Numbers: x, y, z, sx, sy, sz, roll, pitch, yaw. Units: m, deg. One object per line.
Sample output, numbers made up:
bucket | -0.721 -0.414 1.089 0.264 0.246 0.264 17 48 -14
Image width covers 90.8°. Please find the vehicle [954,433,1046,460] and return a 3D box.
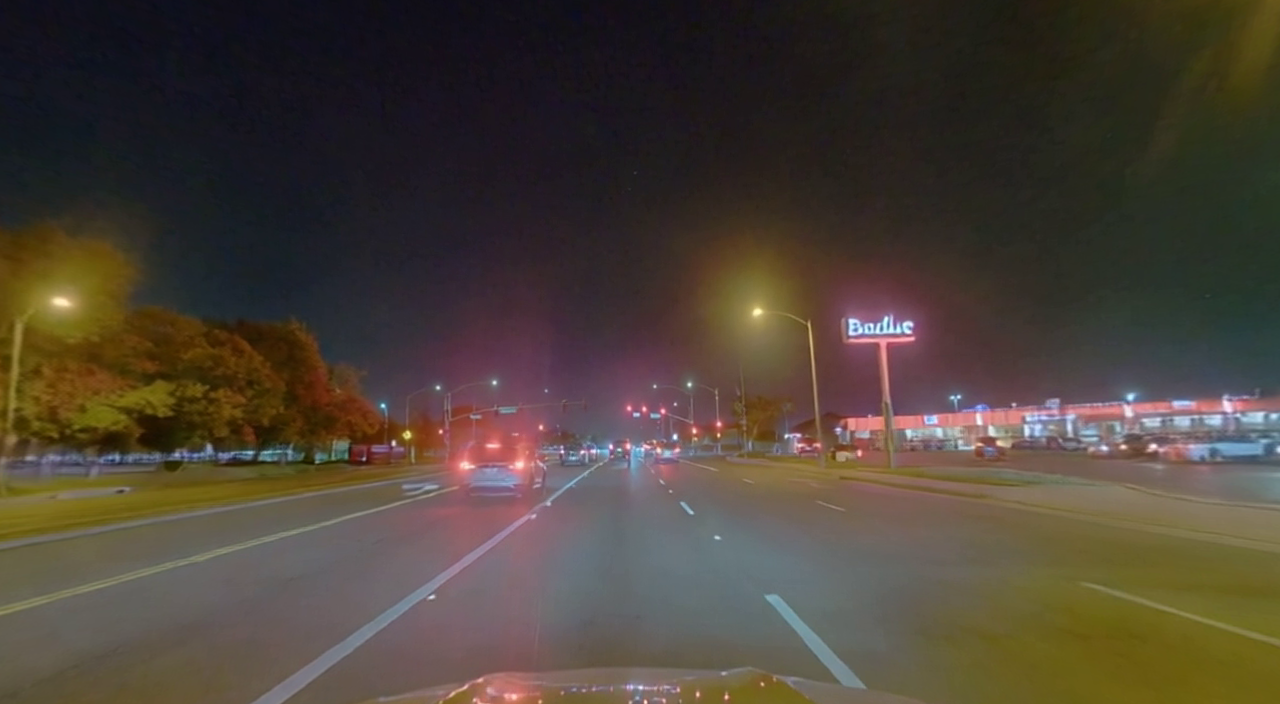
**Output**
vehicle | 23.353 6.184 41.190 4.824 1.693 1.984 -3 -9 21

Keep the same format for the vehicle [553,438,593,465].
vehicle | -4.298 6.489 41.189 2.143 1.643 4.336 0 -8 0

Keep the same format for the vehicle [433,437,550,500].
vehicle | -3.915 3.161 17.580 2.097 1.497 4.571 0 -8 0

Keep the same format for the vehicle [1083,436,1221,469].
vehicle | 25.088 4.953 31.191 4.799 1.497 1.952 -4 -9 22
